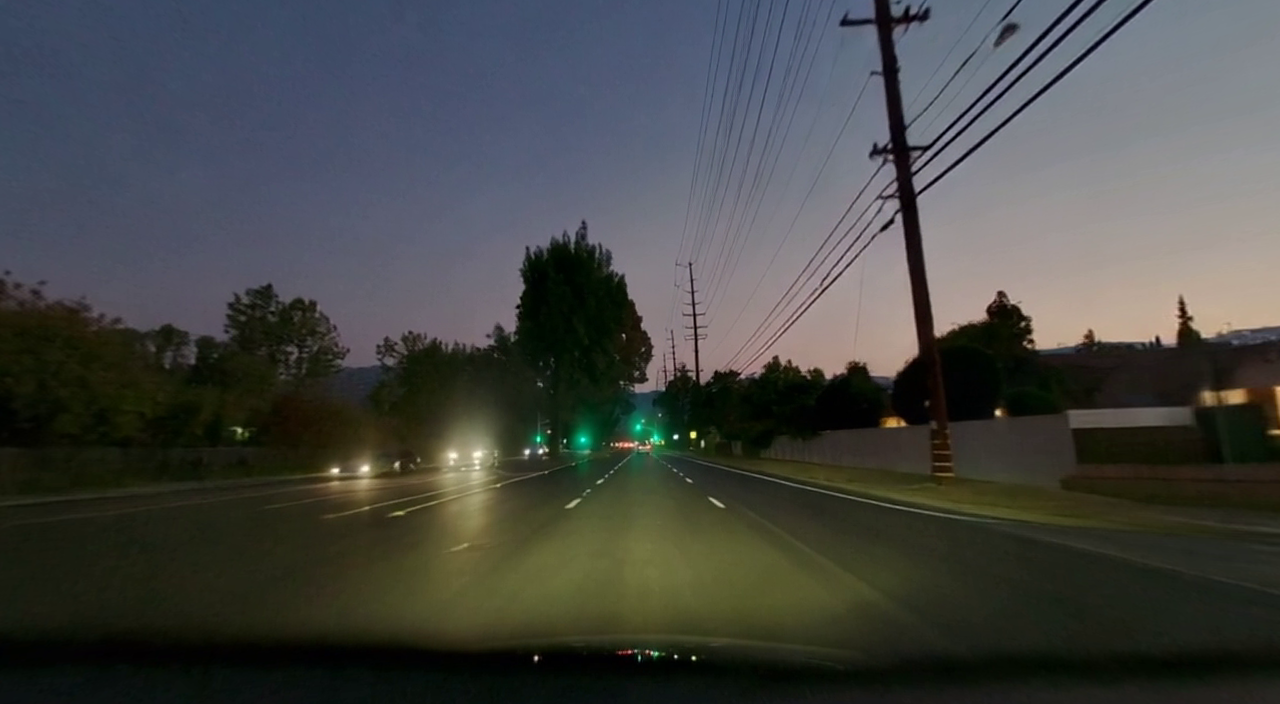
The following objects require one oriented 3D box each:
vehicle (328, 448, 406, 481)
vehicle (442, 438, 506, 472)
[{"bbox_3d":[-13.431,5.535,31.213,1.821,1.453,4.459,0,-8,0],"label":"vehicle"},{"bbox_3d":[-9.863,6.152,37.763,2.249,1.866,5.664,0,-8,1],"label":"vehicle"}]
